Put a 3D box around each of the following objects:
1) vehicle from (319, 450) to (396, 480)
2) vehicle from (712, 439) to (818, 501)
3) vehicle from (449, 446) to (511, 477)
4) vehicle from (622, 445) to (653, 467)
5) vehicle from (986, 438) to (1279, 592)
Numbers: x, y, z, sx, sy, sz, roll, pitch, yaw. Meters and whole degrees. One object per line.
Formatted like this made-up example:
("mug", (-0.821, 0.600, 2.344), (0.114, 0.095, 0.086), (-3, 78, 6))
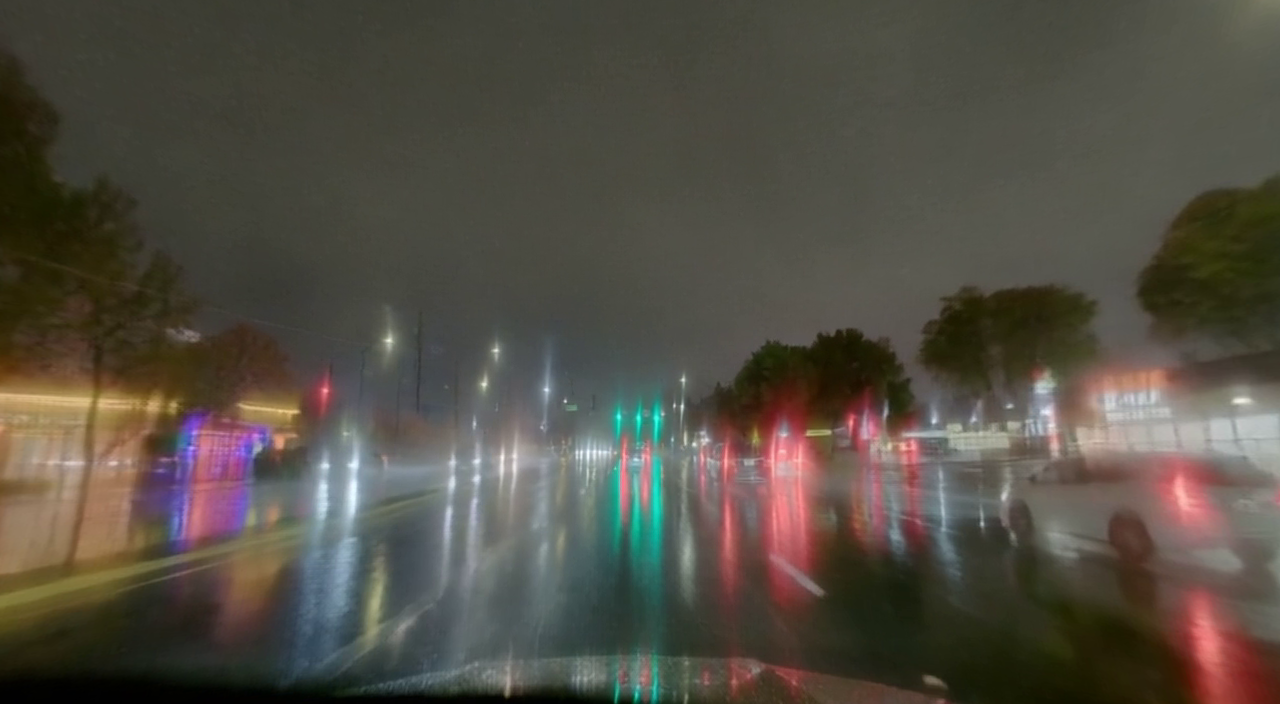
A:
("vehicle", (-15.851, 6.352, 35.733), (2.096, 1.512, 4.755), (0, -8, 1))
("vehicle", (3.416, 3.299, 18.207), (2.072, 1.545, 4.578), (0, -8, -1))
("vehicle", (-8.306, 5.687, 33.224), (2.039, 1.487, 4.437), (0, -8, 0))
("vehicle", (-0.176, 7.305, 44.656), (2.052, 1.461, 4.324), (0, -8, 0))
("vehicle", (6.857, 1.892, 8.361), (1.952, 1.449, 4.544), (0, -8, 0))
